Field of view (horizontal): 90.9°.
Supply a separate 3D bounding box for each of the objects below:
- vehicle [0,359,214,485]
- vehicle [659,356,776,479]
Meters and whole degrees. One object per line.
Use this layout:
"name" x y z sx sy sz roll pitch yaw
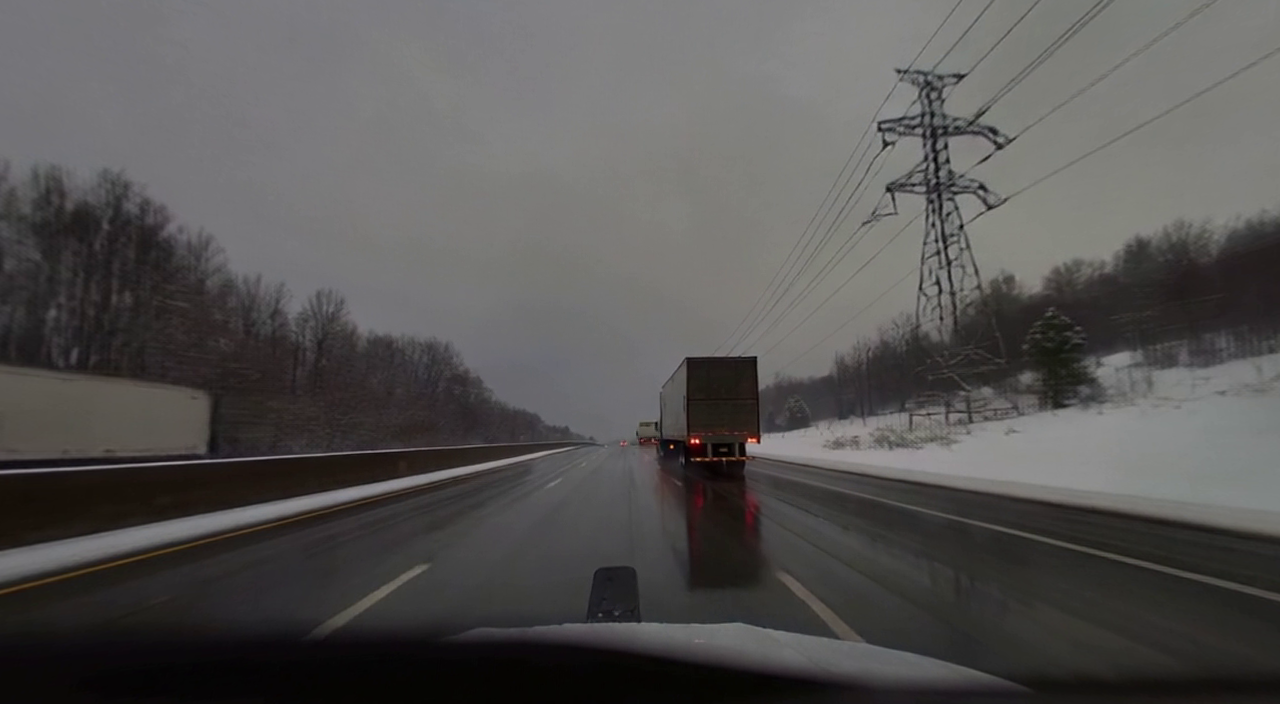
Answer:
"vehicle" -20.275 2.282 20.065 3.034 3.645 15.090 0 -8 0
"vehicle" 2.784 3.132 28.161 2.905 4.080 14.157 0 -8 -2
